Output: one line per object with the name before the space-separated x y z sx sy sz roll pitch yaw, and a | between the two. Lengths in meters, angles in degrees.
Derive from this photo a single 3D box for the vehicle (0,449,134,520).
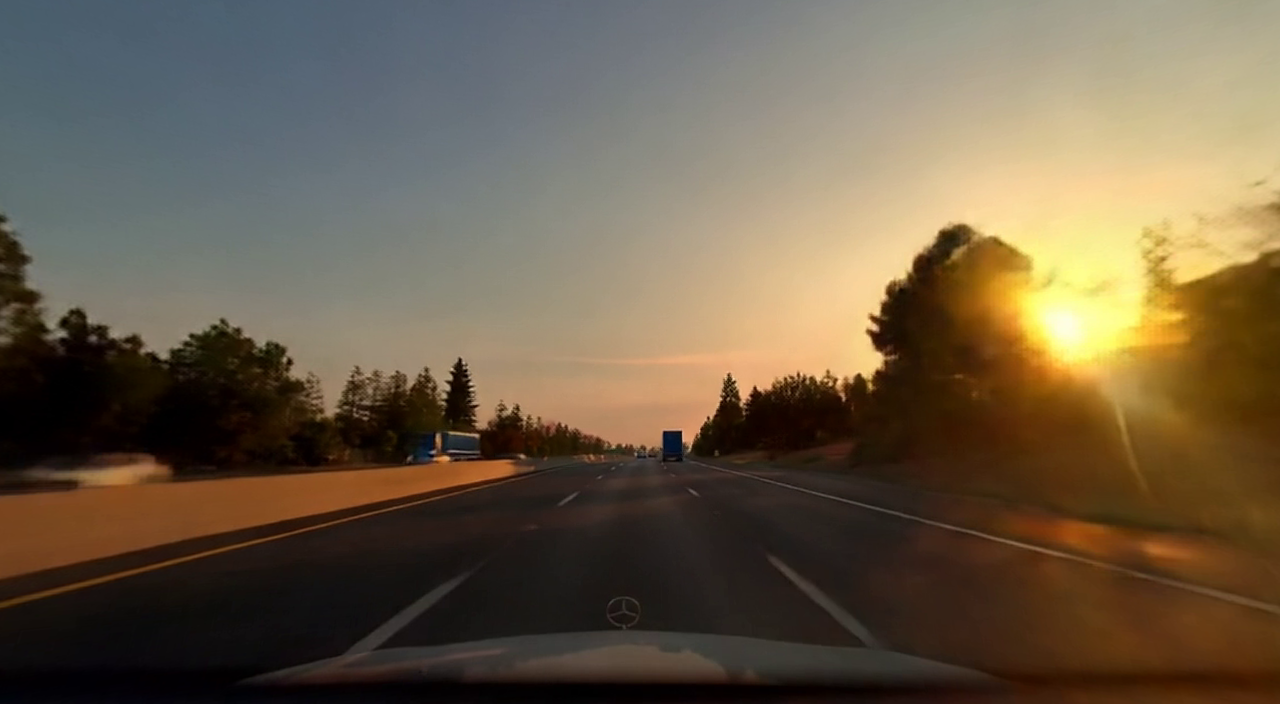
vehicle | -16.210 3.408 16.574 1.946 1.683 4.594 0 -9 0
